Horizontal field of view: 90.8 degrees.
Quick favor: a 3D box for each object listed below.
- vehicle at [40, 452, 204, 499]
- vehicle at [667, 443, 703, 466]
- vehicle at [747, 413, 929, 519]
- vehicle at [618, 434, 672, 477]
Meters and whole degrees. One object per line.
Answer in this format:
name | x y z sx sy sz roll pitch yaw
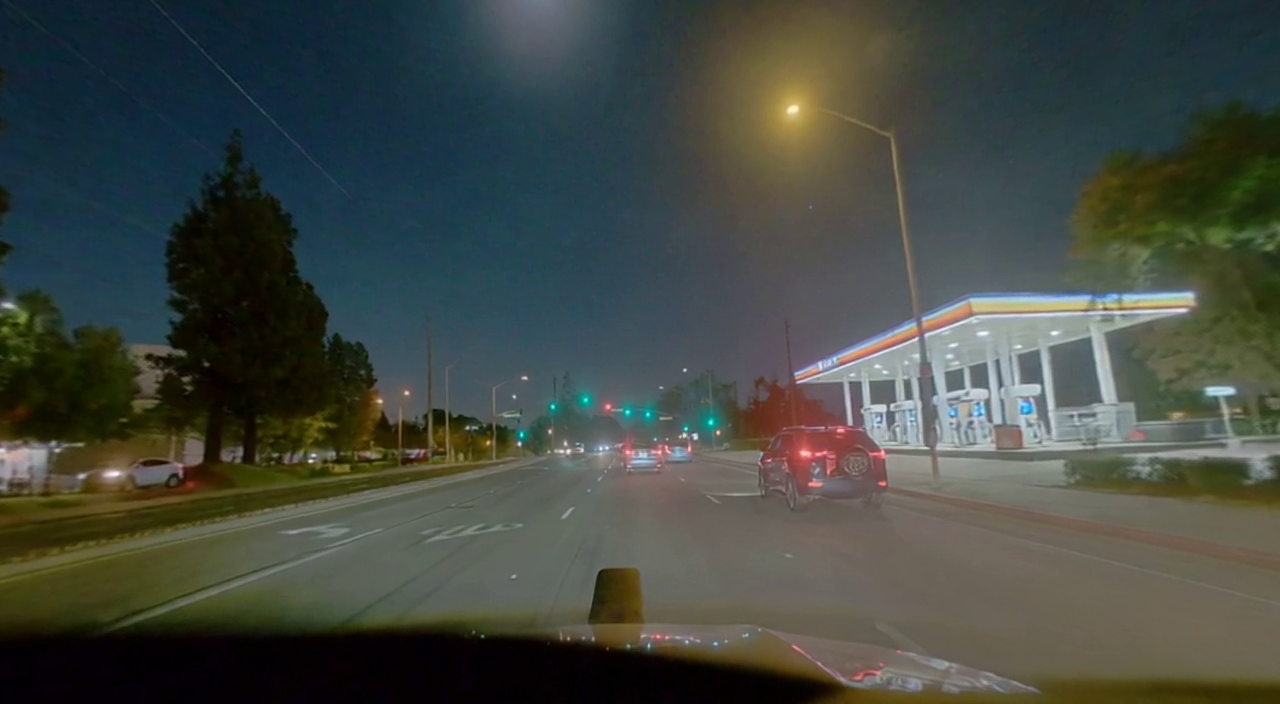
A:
vehicle | -24.363 5.752 30.062 2.100 1.937 5.517 -4 -9 26
vehicle | 2.716 6.345 39.242 1.822 1.331 3.583 0 -8 -2
vehicle | 3.807 2.318 13.353 2.116 1.791 5.006 0 -8 -1
vehicle | 0.121 4.435 27.312 2.164 1.718 3.881 0 -8 -2
